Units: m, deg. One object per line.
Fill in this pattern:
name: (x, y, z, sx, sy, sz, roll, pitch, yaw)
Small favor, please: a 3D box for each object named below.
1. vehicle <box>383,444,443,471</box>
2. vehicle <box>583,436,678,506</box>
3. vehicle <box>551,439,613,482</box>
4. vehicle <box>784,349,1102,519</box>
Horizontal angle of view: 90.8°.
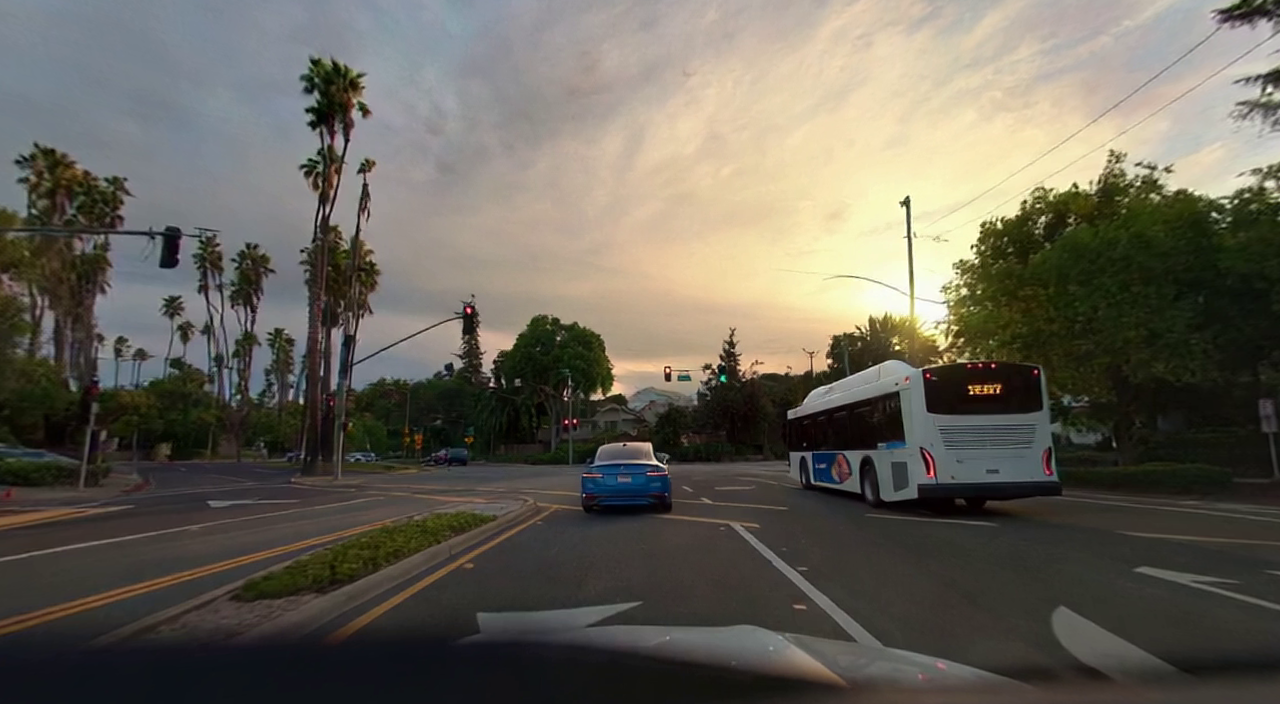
vehicle: (-17.068, 7.889, 47.308, 2.283, 1.878, 5.384, 7, -11, -41)
vehicle: (-0.339, 3.273, 17.872, 2.341, 1.709, 4.466, 0, -9, -3)
vehicle: (-2.906, 5.254, 30.816, 2.272, 1.891, 4.562, 2, -9, -15)
vehicle: (7.884, 2.726, 20.227, 3.483, 3.546, 13.998, 0, -9, 1)
